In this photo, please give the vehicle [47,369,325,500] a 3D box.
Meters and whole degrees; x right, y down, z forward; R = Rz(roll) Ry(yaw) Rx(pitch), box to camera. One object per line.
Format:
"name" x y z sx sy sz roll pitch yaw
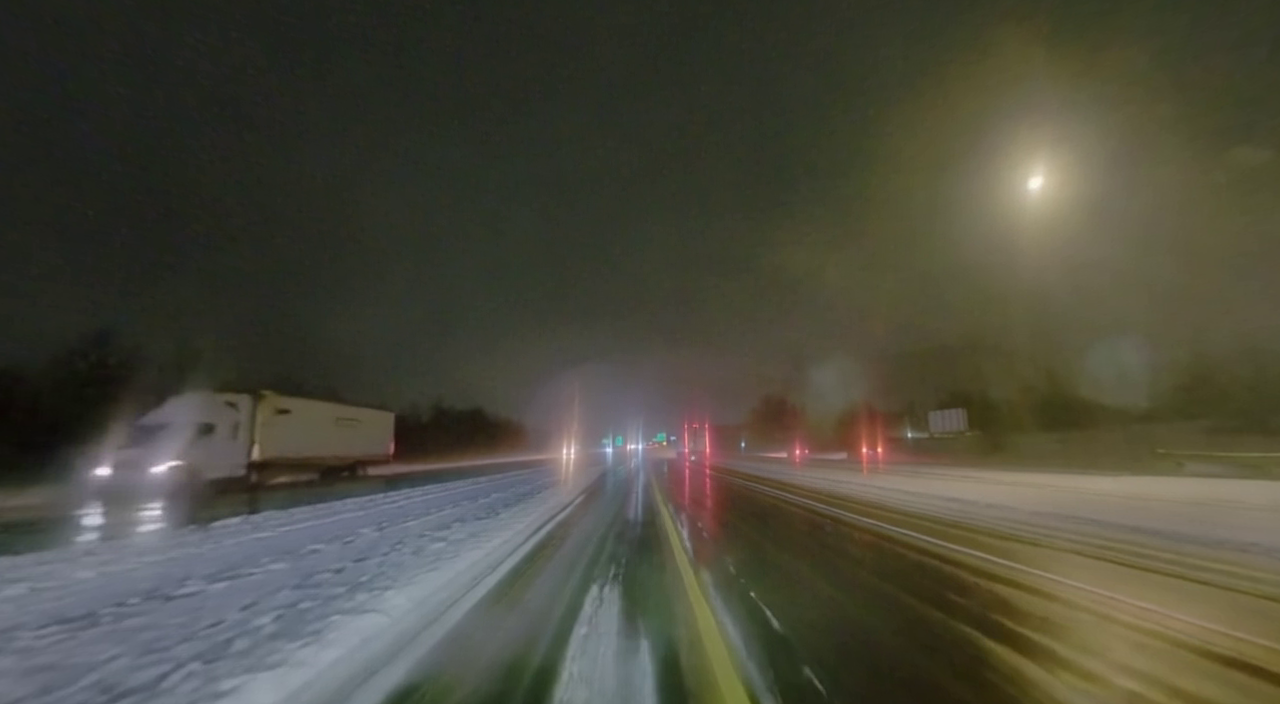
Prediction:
"vehicle" -16.777 3.361 24.947 2.967 4.045 10.581 0 -9 0
